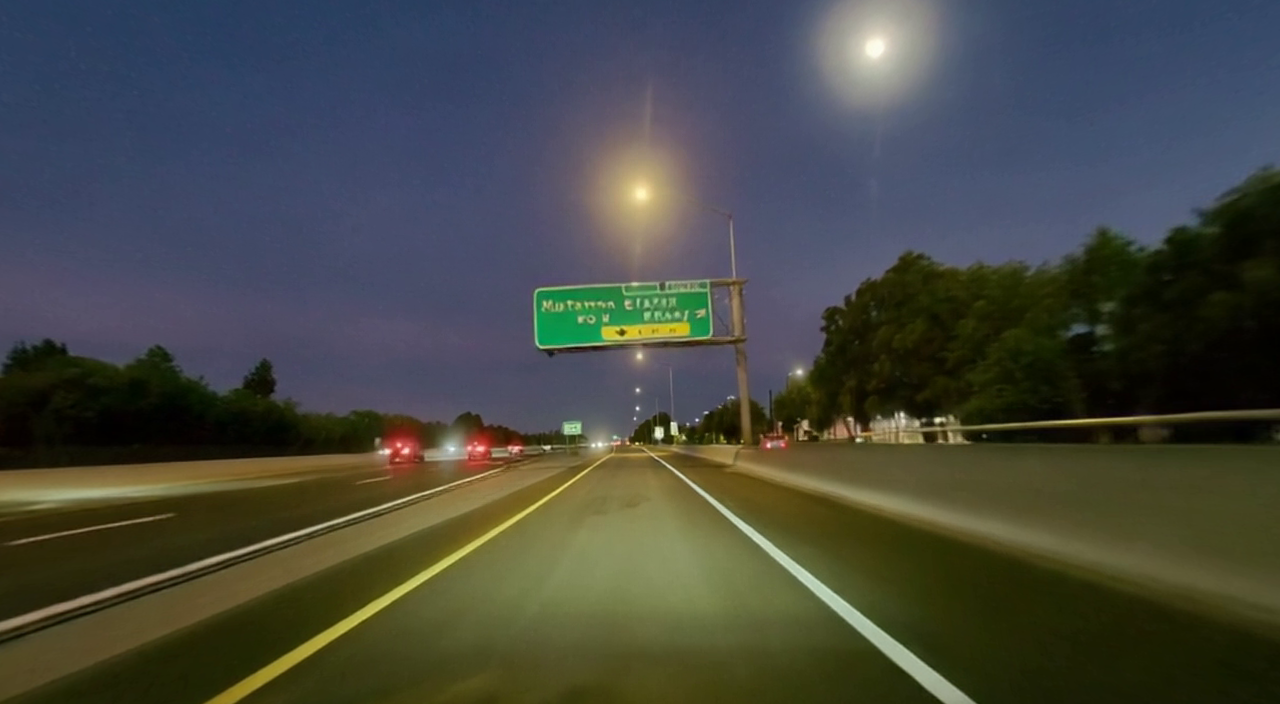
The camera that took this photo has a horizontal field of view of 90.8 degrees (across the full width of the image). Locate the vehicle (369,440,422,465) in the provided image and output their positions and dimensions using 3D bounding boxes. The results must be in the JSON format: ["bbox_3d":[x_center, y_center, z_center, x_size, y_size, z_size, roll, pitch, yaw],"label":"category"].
[{"bbox_3d":[-17.902,7.341,46.512,2.126,1.671,5.173,0,-8,-4],"label":"vehicle"}]
